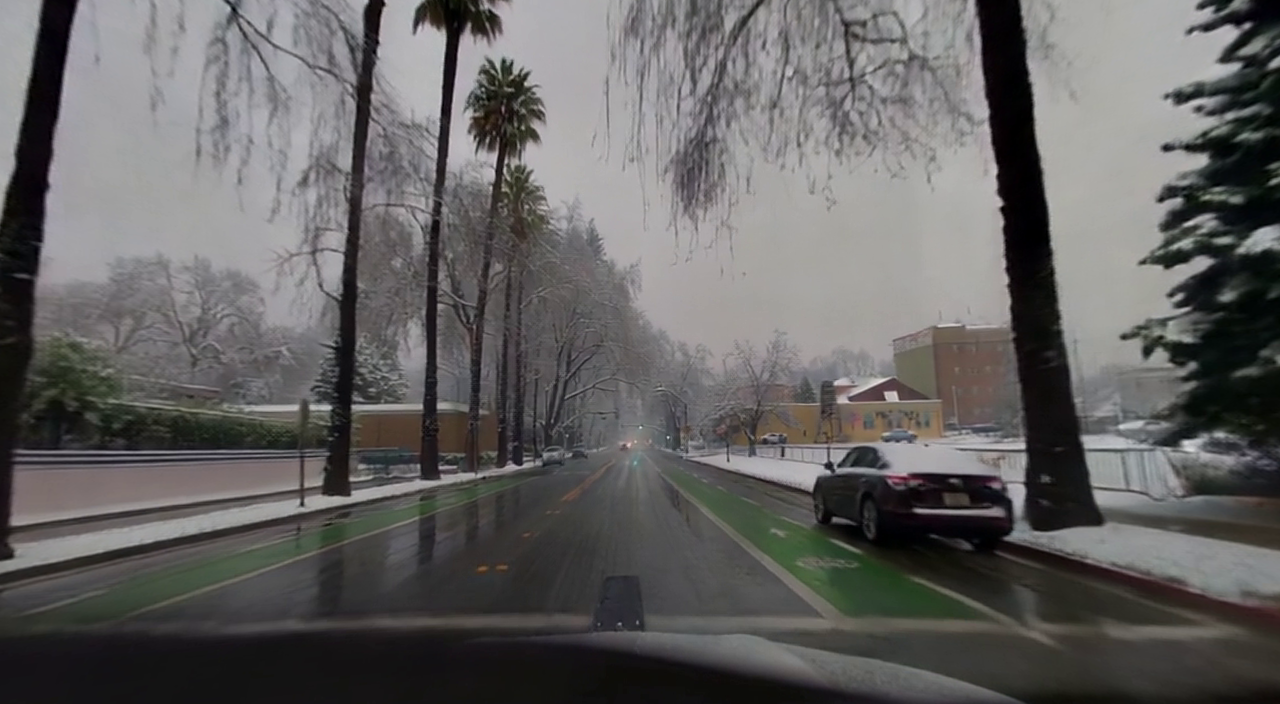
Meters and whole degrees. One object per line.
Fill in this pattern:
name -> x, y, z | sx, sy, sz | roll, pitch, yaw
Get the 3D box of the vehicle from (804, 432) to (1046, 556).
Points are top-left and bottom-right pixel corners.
vehicle -> 4.449, 2.276, 10.846 | 1.997, 1.640, 4.494 | 0, -9, -1
